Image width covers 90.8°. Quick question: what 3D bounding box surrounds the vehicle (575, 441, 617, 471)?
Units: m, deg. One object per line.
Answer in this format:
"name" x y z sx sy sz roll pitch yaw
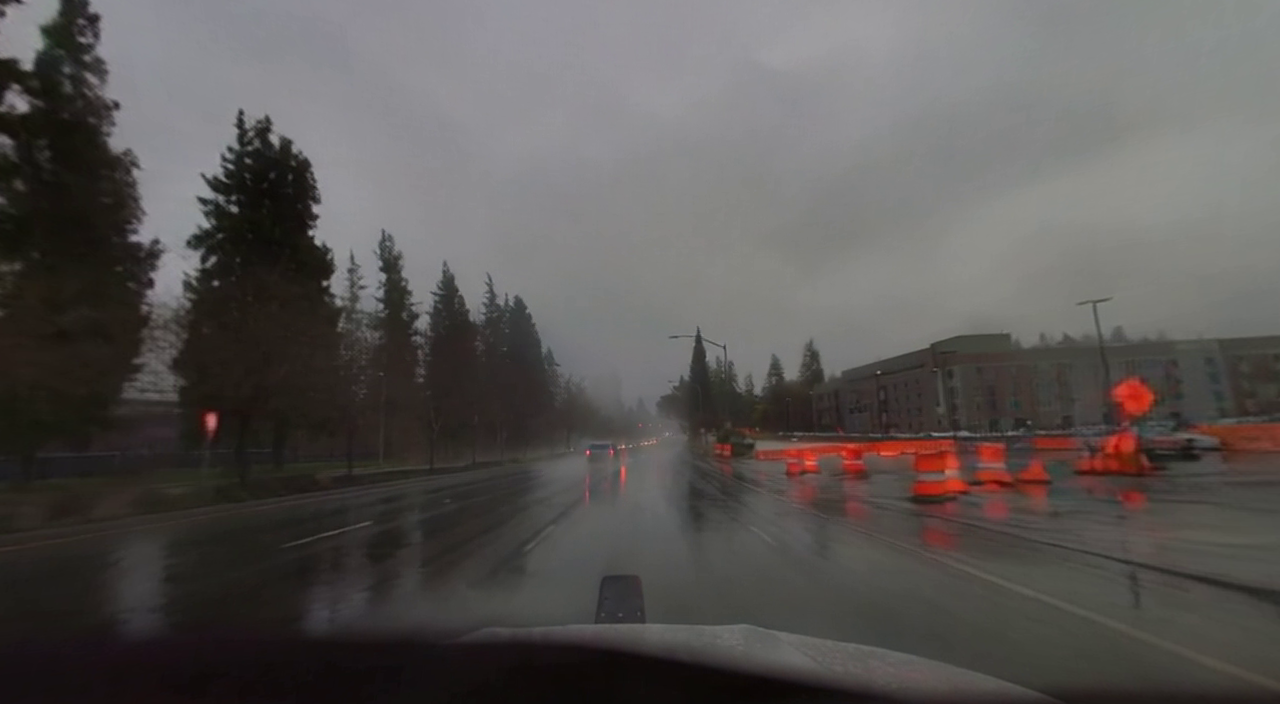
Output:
"vehicle" -2.539 6.113 37.473 2.121 1.654 3.993 0 -8 1
